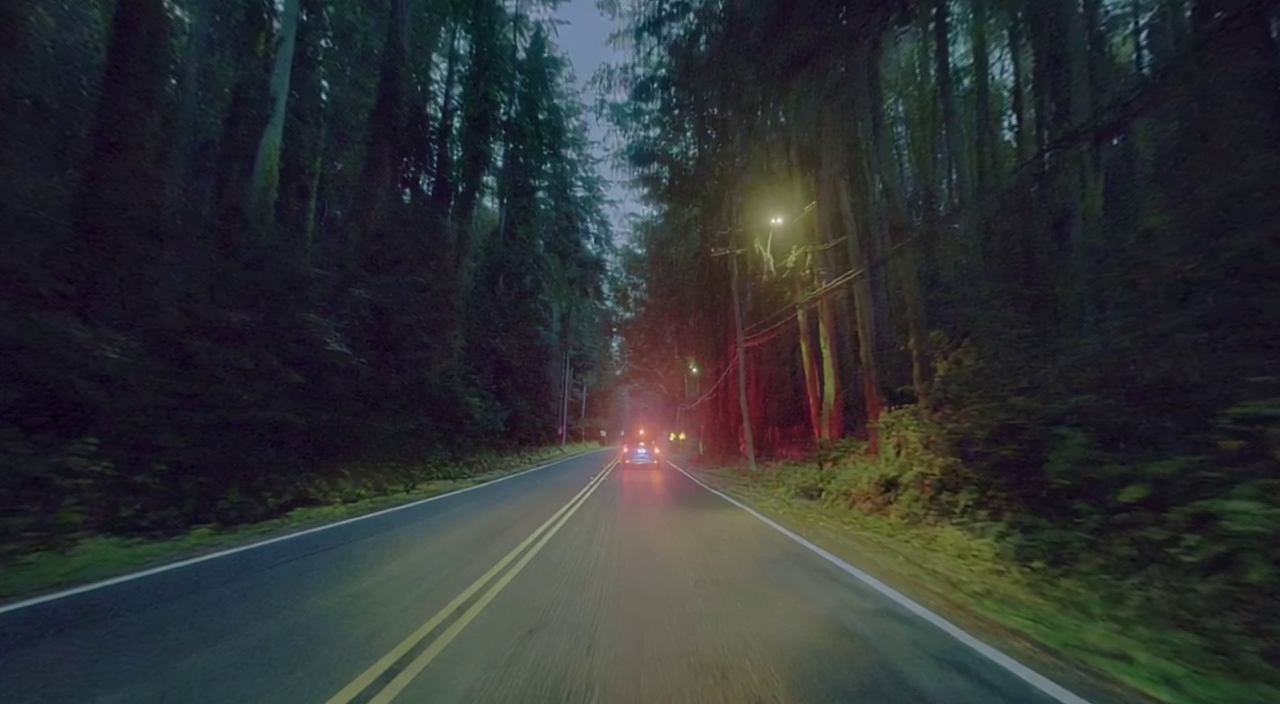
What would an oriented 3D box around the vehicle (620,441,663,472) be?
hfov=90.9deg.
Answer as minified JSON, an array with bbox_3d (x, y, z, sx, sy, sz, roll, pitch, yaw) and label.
[{"bbox_3d":[0.008,5.456,33.104,2.081,1.503,3.726,0,-8,-2],"label":"vehicle"}]
